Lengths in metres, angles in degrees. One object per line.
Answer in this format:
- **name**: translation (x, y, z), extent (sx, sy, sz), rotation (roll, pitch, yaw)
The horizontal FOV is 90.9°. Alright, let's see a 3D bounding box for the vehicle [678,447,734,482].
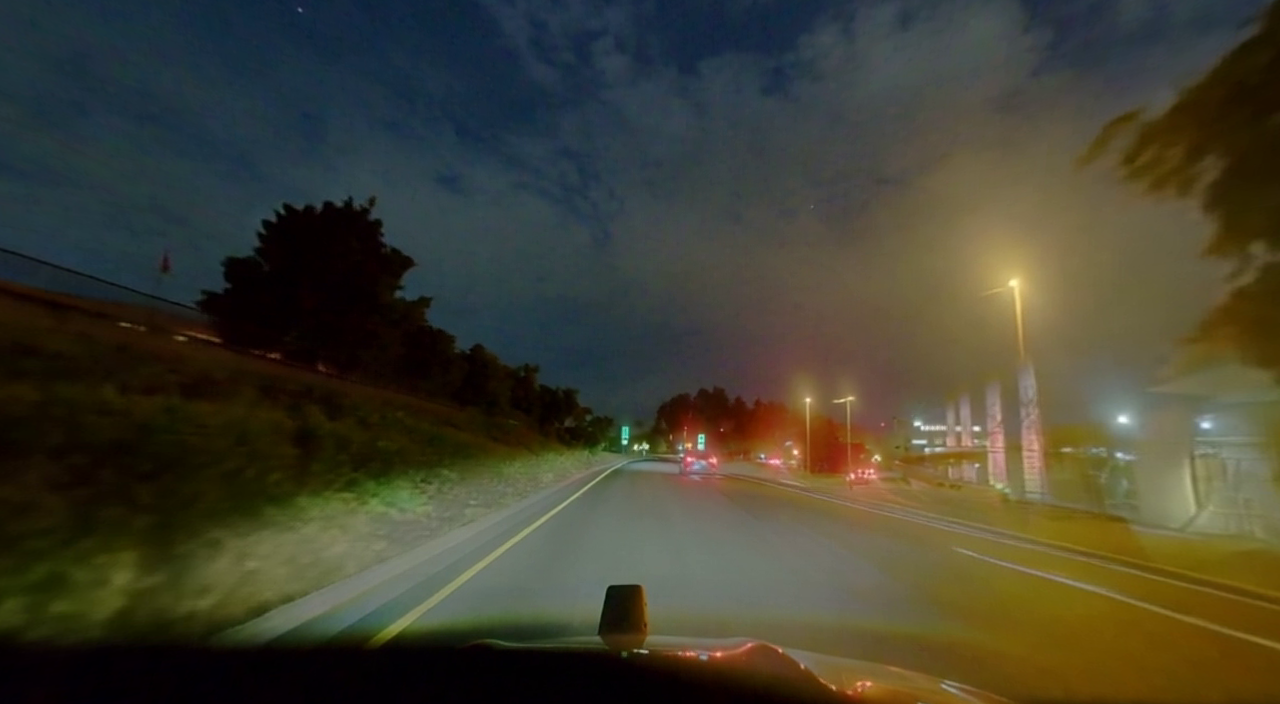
- **vehicle**: translation (2.972, 5.182, 29.404), extent (1.956, 1.473, 4.640), rotation (0, -9, -2)
